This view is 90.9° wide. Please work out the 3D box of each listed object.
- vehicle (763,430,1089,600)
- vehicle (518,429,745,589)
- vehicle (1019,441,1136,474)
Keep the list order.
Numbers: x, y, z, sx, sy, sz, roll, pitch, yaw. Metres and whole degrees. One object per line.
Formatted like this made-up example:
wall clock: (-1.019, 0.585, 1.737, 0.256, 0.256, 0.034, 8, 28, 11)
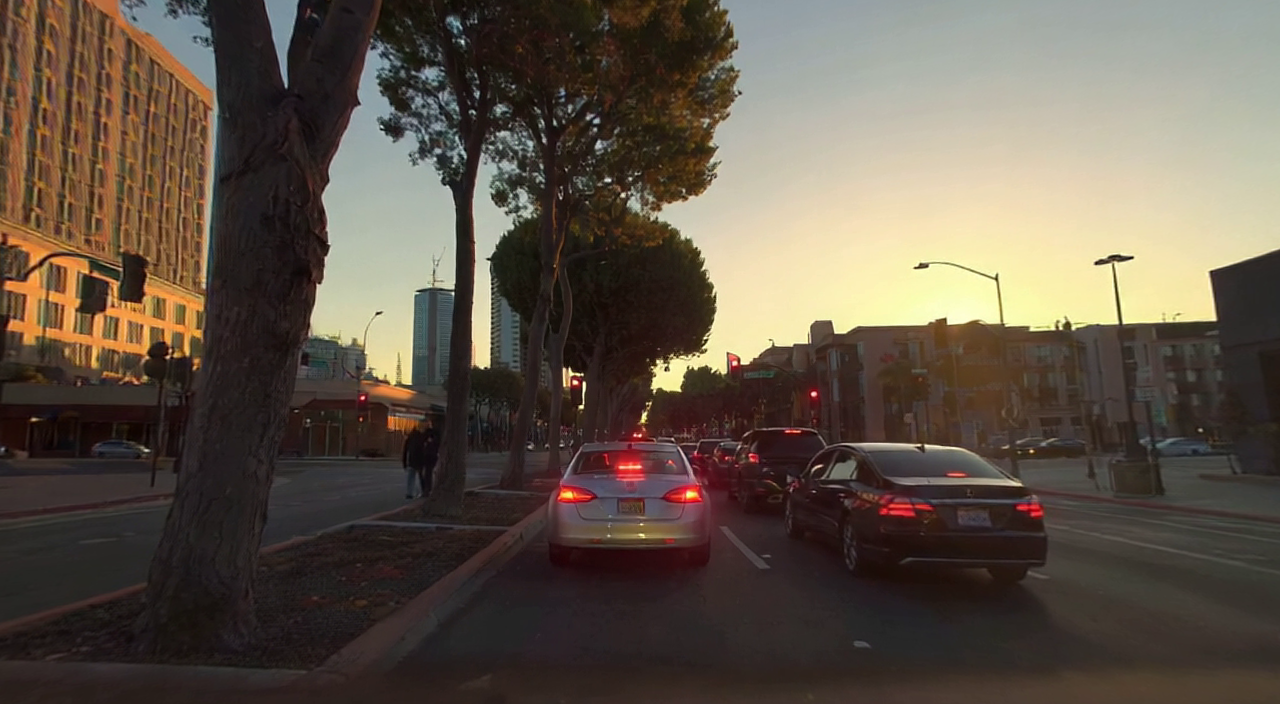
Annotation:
vehicle: (2.908, 1.733, 7.663, 1.893, 1.446, 4.270, 0, -8, -1)
vehicle: (-0.100, 1.757, 7.950, 2.087, 1.456, 4.143, 0, -8, -1)
vehicle: (23.085, 5.557, 33.413, 4.610, 1.622, 1.934, -1, -8, 4)
